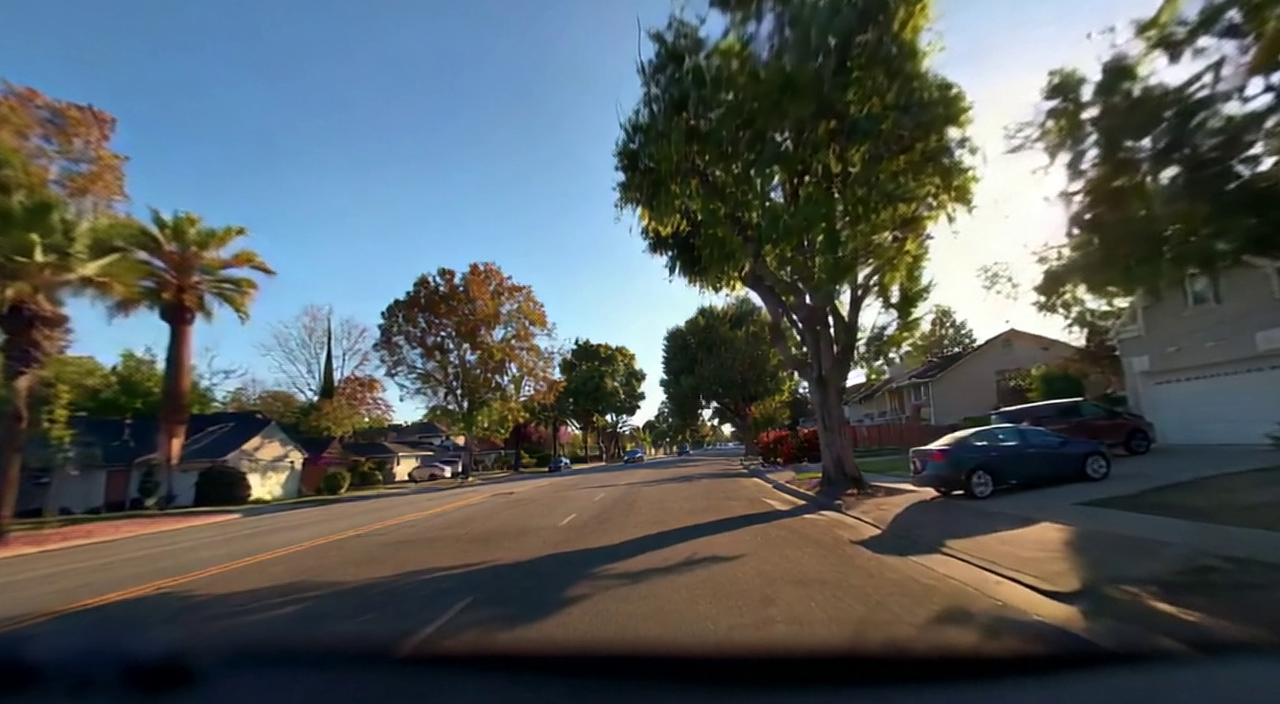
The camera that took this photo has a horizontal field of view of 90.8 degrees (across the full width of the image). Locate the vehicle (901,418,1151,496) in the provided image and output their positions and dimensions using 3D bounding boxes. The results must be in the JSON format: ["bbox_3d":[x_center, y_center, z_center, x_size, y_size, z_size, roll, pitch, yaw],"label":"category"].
[{"bbox_3d":[9.060,2.505,15.174,4.646,1.687,1.975,-1,-8,0],"label":"vehicle"}]
